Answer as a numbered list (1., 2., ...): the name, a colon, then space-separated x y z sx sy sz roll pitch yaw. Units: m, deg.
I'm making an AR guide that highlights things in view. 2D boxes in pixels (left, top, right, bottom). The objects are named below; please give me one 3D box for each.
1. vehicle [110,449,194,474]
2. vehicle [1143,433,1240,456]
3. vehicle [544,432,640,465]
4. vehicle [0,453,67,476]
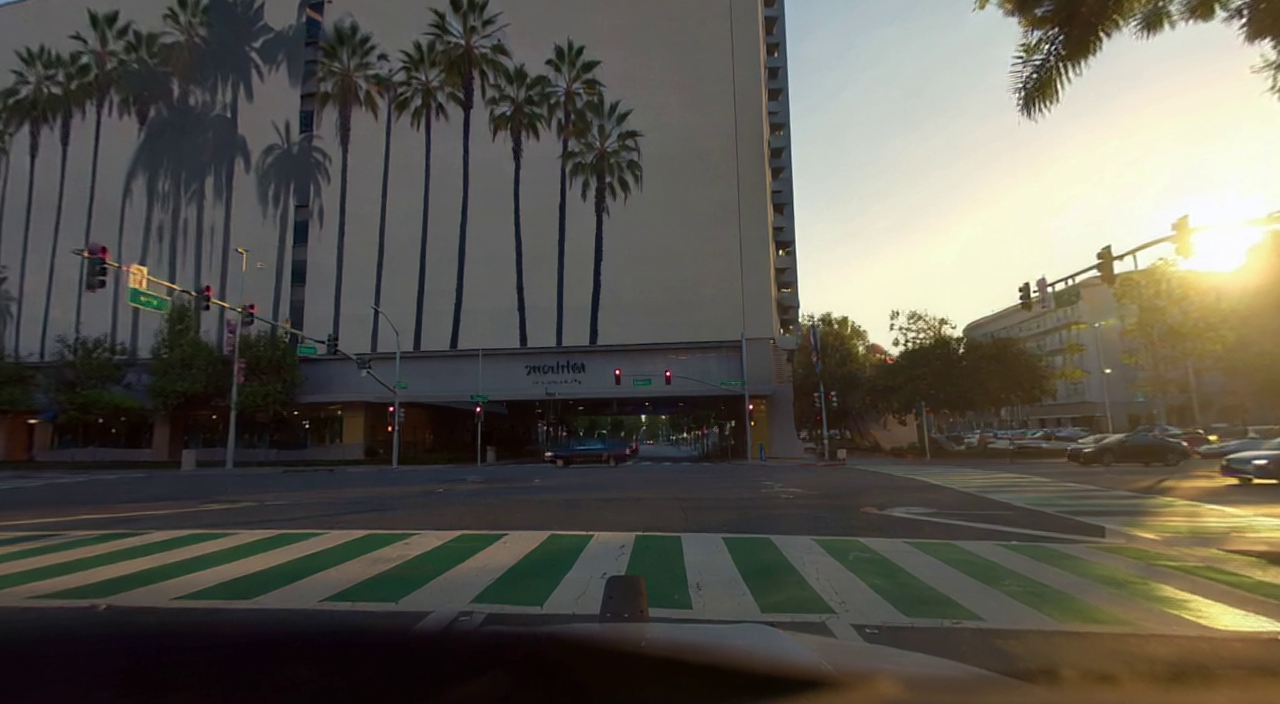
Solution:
1. vehicle: -33.074 7.400 42.757 4.136 1.661 1.857 0 -8 1
2. vehicle: 36.029 6.032 41.260 4.606 1.449 1.687 0 -8 2
3. vehicle: -2.770 5.740 37.387 5.477 1.880 2.125 0 -8 1
4. vehicle: -41.667 7.606 42.773 3.698 1.508 1.779 0 -8 1
